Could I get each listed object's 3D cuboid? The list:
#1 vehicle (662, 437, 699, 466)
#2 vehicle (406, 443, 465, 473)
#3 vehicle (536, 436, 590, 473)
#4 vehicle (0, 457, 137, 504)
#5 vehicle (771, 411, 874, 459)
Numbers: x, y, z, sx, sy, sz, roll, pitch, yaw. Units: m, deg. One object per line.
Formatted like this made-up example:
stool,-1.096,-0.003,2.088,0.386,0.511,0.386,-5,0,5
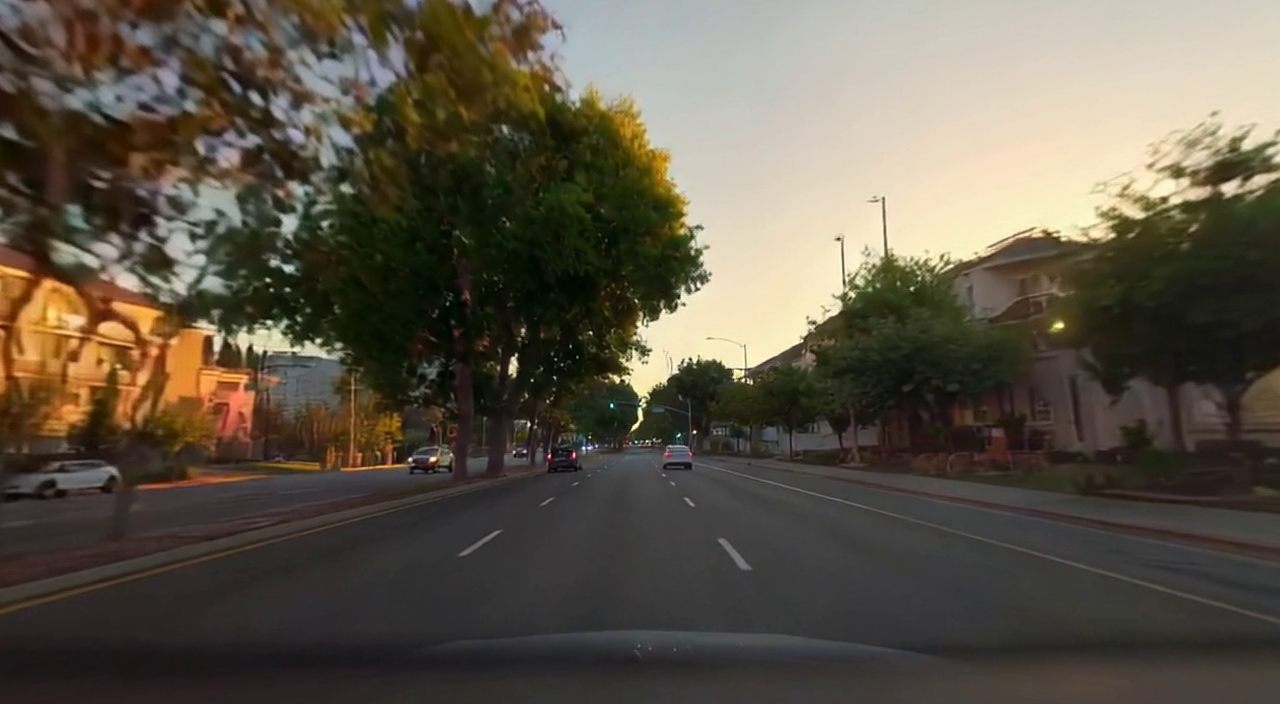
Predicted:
vehicle,2.496,6.274,40.002,2.018,1.719,4.369,0,-8,-1
vehicle,-12.128,6.276,37.731,2.064,1.657,4.305,0,-8,0
vehicle,-3.702,5.017,31.026,2.083,1.685,4.069,0,-8,1
vehicle,-22.688,5.024,25.026,1.918,1.586,4.366,0,-8,0
vehicle,14.203,6.523,49.551,7.138,3.555,2.719,1,-9,-3
